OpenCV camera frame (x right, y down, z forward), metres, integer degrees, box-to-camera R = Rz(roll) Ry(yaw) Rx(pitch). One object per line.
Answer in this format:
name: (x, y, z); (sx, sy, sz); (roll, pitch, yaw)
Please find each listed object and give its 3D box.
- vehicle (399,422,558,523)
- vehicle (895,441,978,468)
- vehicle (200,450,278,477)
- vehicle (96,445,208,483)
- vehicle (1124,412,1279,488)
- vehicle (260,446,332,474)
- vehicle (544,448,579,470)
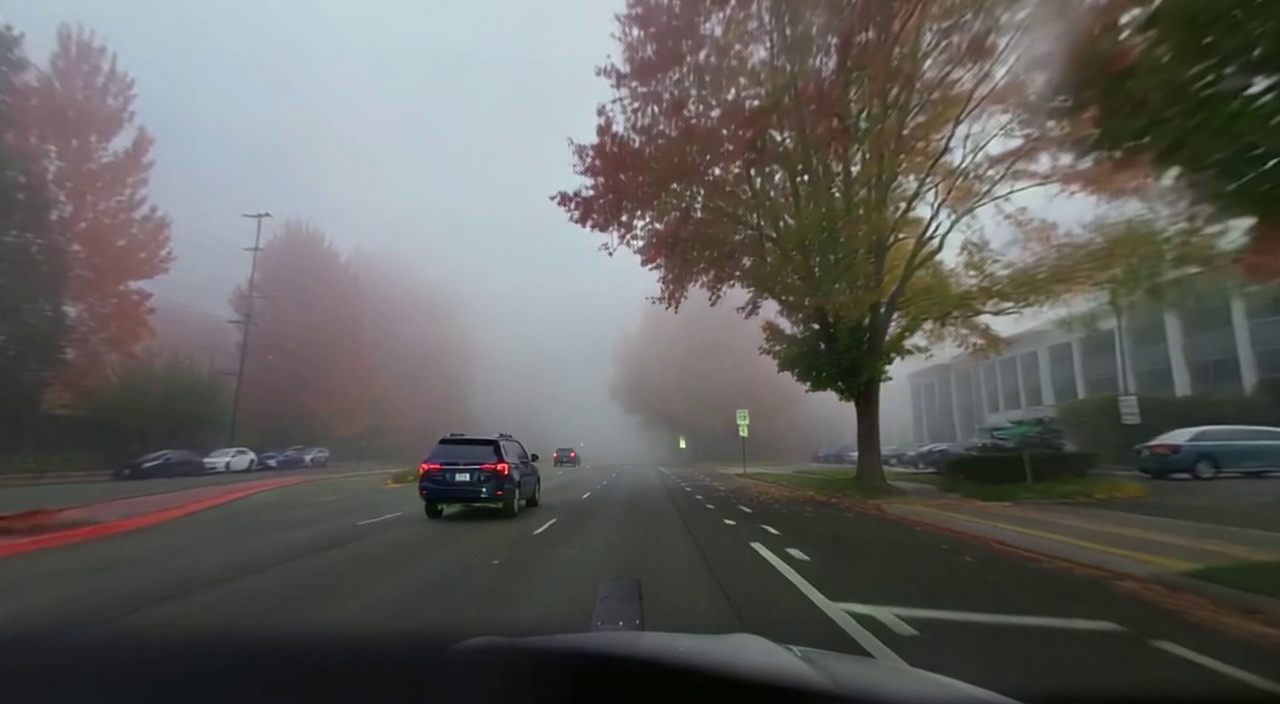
vehicle: (-3.201, 2.527, 13.623); (2.112, 1.779, 4.489); (0, -9, 1)
vehicle: (18.697, 6.461, 39.757); (4.331, 1.655, 1.884); (1, -9, -7)
vehicle: (-25.213, 7.001, 39.792); (1.844, 1.619, 4.725); (0, -9, 0)
vehicle: (-25.304, 5.804, 32.927); (1.990, 1.822, 4.751); (0, -9, 0)
vehicle: (18.741, 2.981, 19.427); (5.903, 2.099, 2.290); (0, -9, -6)
vehicle: (-25.118, 7.883, 46.258); (2.142, 1.895, 5.528); (0, -9, 0)
vehicle: (-5.786, 7.921, 46.691); (1.982, 1.478, 4.465); (0, -9, 1)
